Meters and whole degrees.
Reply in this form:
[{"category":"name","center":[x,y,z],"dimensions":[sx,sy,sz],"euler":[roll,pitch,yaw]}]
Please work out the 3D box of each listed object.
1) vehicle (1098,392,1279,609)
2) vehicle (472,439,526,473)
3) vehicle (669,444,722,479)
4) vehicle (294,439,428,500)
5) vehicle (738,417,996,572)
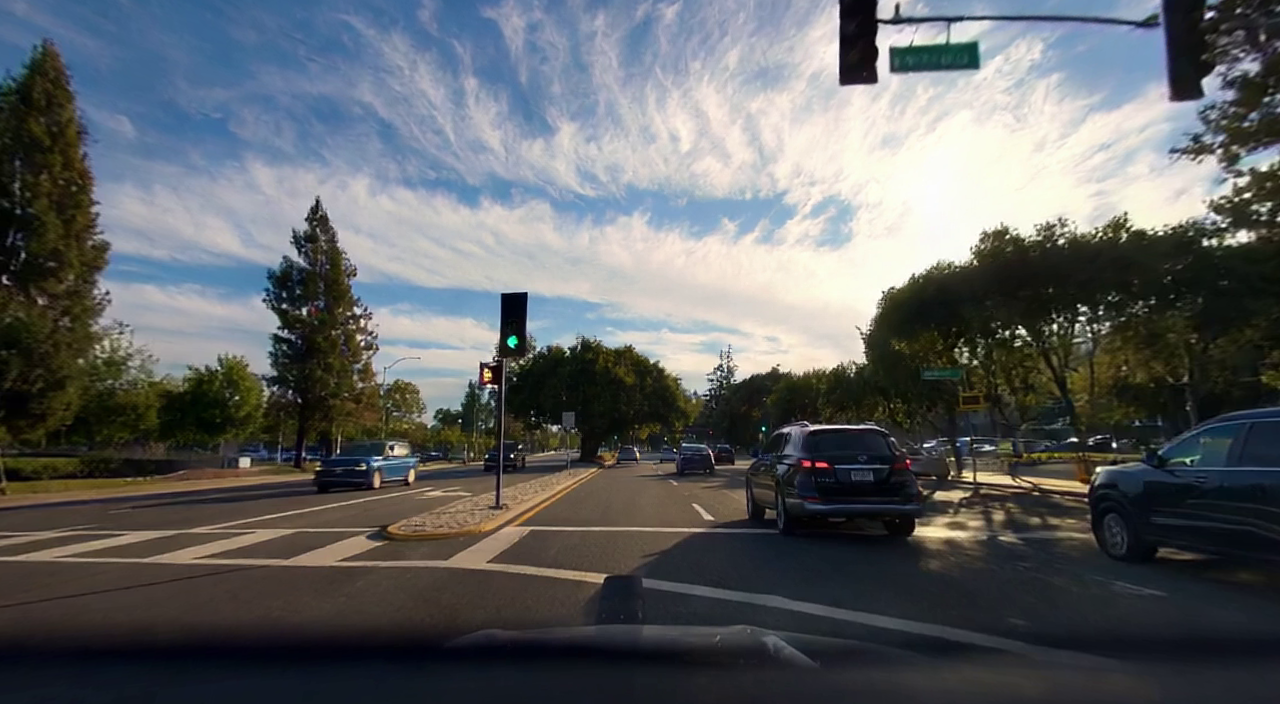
[{"category":"vehicle","center":[6.492,1.200,4.964],"dimensions":[2.153,1.811,4.595],"euler":[0,-8,-2]},{"category":"vehicle","center":[-9.185,6.805,41.557],"dimensions":[2.215,2.062,5.360],"euler":[0,-8,1]},{"category":"vehicle","center":[2.512,5.096,29.612],"dimensions":[1.980,1.484,4.093],"euler":[0,-8,-2]},{"category":"vehicle","center":[-8.750,3.696,20.288],"dimensions":[2.115,1.711,4.602],"euler":[0,-8,1]},{"category":"vehicle","center":[2.847,1.885,9.108],"dimensions":[2.075,1.698,4.142],"euler":[0,-8,-1]}]
